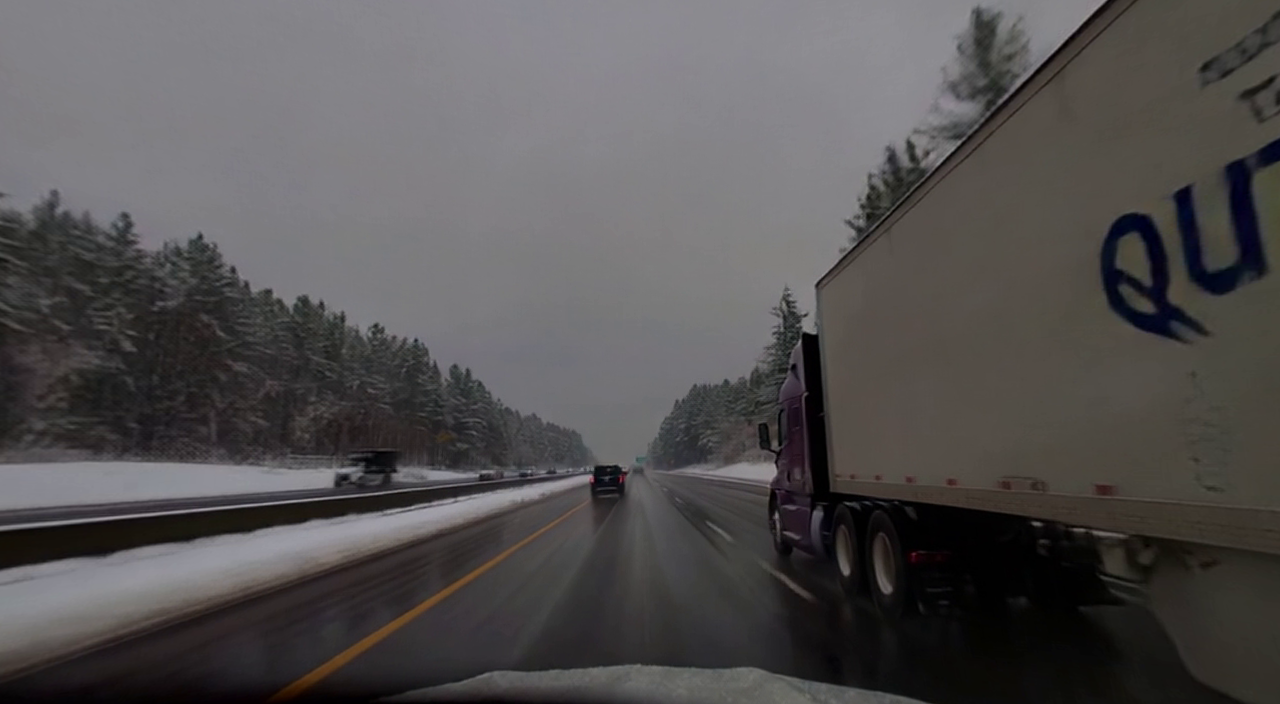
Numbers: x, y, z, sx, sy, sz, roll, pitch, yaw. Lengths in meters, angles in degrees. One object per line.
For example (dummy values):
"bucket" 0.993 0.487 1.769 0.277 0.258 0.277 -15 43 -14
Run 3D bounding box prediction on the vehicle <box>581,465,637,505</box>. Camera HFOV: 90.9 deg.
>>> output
"vehicle" -1.155 5.246 25.099 2.032 1.407 3.641 1 -11 0

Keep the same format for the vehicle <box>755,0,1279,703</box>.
"vehicle" 3.590 0.269 6.335 3.019 4.226 9.221 1 -11 0

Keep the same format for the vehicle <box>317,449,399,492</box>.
"vehicle" -20.987 8.905 47.389 2.805 2.910 7.007 1 -11 0
